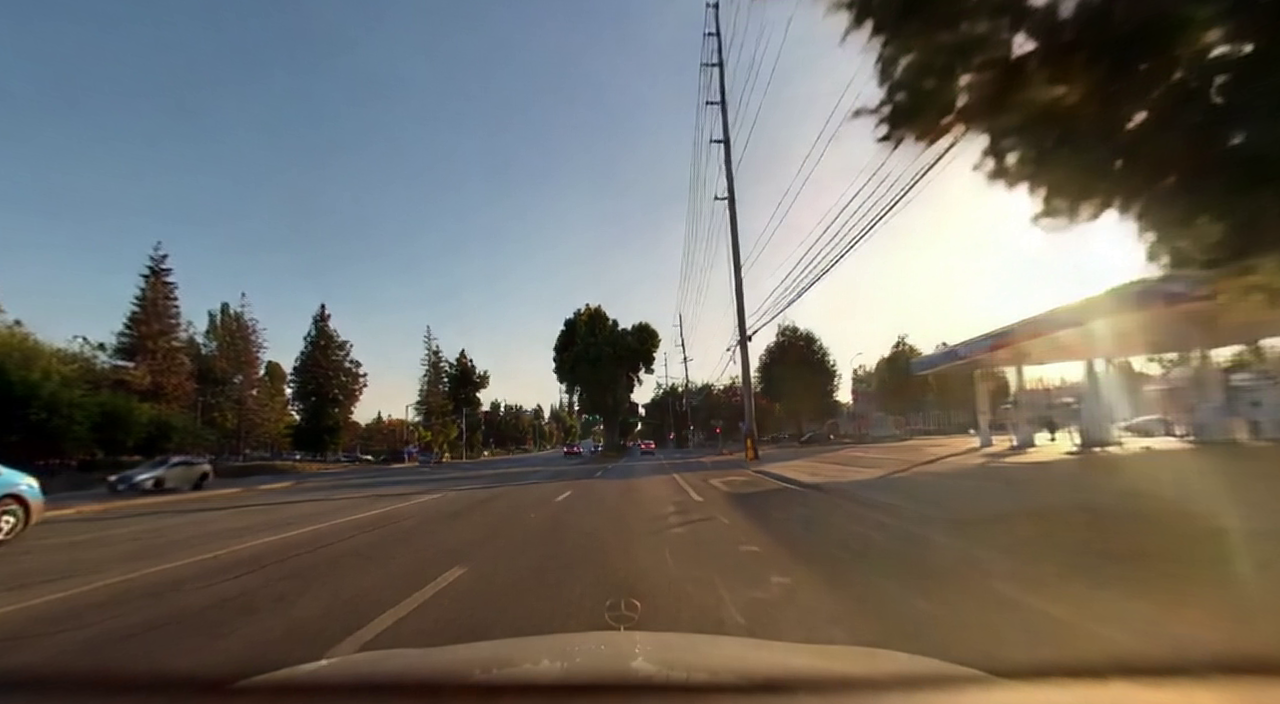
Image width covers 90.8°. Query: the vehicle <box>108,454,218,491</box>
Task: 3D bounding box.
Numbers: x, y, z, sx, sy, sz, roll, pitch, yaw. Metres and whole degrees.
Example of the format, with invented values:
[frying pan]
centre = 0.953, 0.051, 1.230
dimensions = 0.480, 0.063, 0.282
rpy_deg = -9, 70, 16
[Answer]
[vehicle]
centre = -24.563, 6.178, 32.777
dimensions = 2.210, 1.716, 4.539
rpy_deg = 0, -9, -1
